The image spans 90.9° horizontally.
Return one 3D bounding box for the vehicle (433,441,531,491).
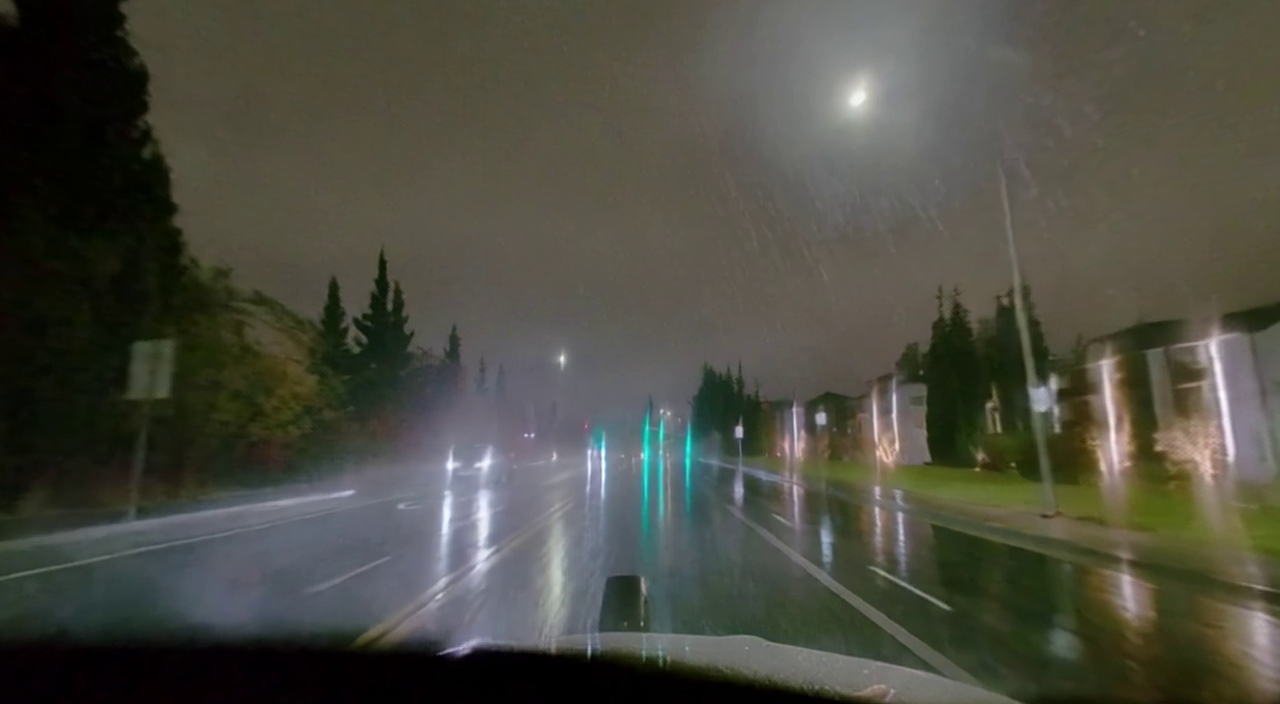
[{"bbox_3d":[-5.269,3.830,21.722,2.133,1.508,4.535,0,-8,1],"label":"vehicle"}]
